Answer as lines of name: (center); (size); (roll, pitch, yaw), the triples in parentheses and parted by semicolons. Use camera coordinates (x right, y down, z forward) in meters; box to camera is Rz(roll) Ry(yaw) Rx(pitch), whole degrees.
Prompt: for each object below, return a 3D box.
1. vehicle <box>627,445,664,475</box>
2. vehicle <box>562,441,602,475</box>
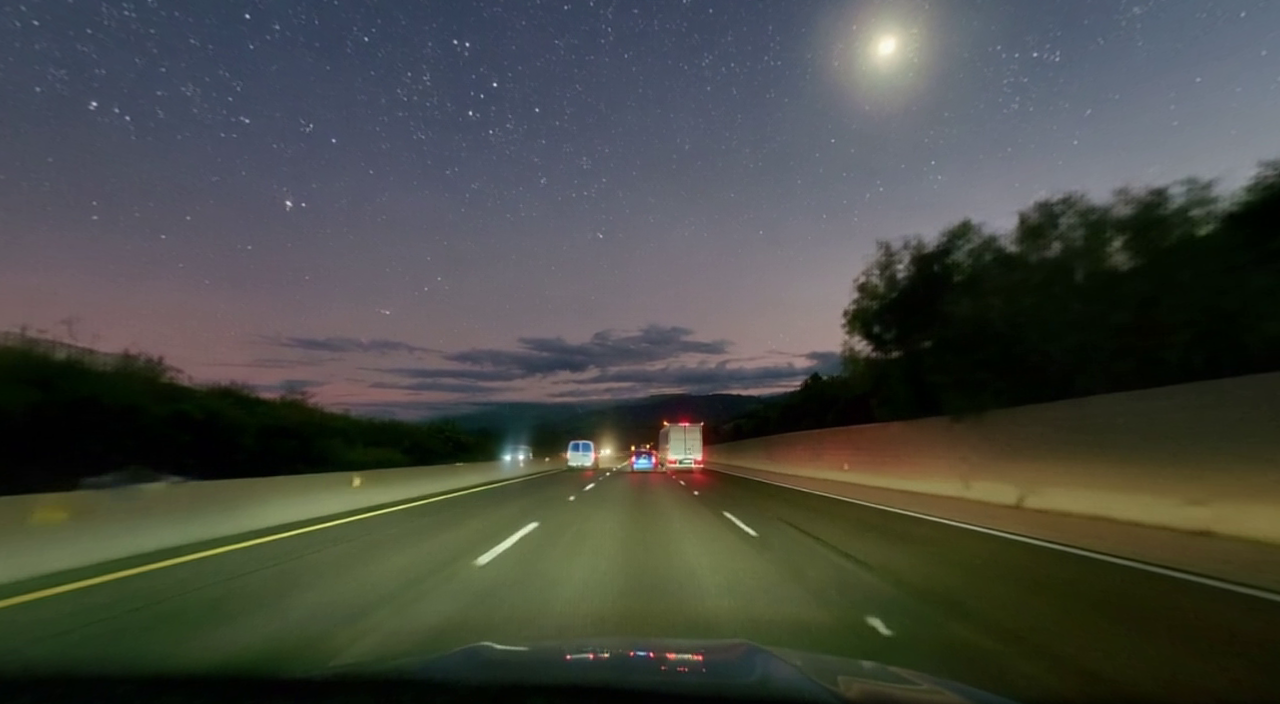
vehicle: (0.381, 6.773, 39.616); (2.166, 1.747, 4.299); (-1, -9, 1)
vehicle: (-3.625, 6.701, 40.025); (1.955, 2.004, 4.792); (-1, -9, 1)
